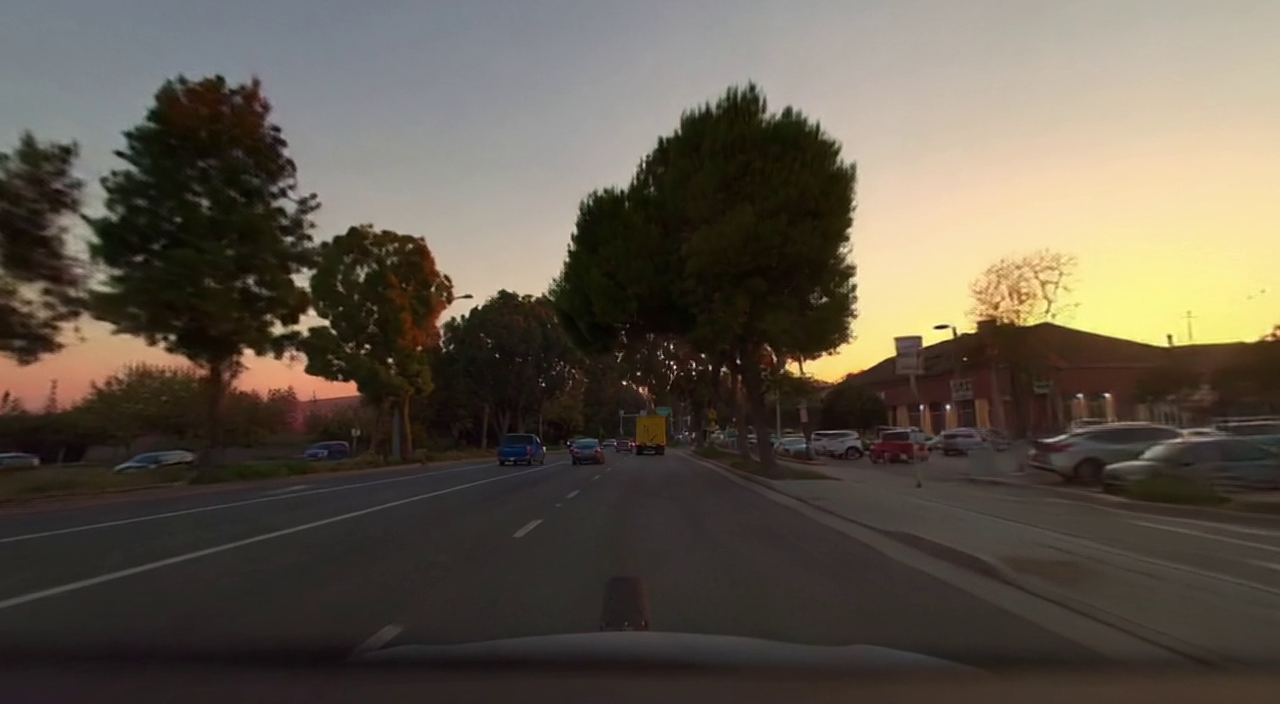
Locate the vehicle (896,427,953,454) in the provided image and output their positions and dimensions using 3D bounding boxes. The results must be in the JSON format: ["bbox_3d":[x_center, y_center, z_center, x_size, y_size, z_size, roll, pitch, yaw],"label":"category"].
[{"bbox_3d":[20.270,6.364,45.114,1.983,1.782,4.920,-1,-8,3],"label":"vehicle"}]

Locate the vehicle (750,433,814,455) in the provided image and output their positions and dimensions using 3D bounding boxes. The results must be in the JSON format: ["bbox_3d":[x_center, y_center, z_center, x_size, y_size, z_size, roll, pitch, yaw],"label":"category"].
[{"bbox_3d":[10.695,6.952,47.551,4.346,1.595,1.964,0,-8,0],"label":"vehicle"}]

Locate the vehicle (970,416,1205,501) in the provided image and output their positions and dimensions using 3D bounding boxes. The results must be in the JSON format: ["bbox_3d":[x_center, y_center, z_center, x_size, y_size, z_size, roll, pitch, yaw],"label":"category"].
[{"bbox_3d":[9.459,2.296,13.921,1.956,1.551,4.439,0,-8,1],"label":"vehicle"}]

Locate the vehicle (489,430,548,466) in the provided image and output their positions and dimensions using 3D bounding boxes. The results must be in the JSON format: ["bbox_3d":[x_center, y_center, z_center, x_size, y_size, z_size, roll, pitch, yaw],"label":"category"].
[{"bbox_3d":[-6.761,5.439,35.753,2.149,1.893,5.187,0,-8,2],"label":"vehicle"}]

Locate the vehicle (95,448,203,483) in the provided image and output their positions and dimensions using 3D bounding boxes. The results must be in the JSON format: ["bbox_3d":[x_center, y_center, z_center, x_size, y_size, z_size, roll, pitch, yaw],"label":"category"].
[{"bbox_3d":[-25.978,5.980,33.600,1.918,1.687,4.653,0,-8,1],"label":"vehicle"}]

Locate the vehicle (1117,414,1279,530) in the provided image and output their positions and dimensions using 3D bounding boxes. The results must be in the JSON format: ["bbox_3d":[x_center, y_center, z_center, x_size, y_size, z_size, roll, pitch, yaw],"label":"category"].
[{"bbox_3d":[9.410,1.629,8.681,2.097,1.497,4.685,0,-8,2],"label":"vehicle"}]

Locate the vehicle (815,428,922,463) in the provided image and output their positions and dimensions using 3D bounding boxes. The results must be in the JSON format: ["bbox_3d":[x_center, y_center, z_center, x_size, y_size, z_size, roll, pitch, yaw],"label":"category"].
[{"bbox_3d":[11.485,4.761,31.957,4.655,1.688,1.876,0,-8,1],"label":"vehicle"}]

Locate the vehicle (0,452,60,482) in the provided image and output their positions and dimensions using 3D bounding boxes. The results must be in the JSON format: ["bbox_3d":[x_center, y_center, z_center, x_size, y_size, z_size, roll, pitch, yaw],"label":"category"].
[{"bbox_3d":[-33.613,6.043,33.329,4.071,1.495,1.741,0,-8,-2],"label":"vehicle"}]
